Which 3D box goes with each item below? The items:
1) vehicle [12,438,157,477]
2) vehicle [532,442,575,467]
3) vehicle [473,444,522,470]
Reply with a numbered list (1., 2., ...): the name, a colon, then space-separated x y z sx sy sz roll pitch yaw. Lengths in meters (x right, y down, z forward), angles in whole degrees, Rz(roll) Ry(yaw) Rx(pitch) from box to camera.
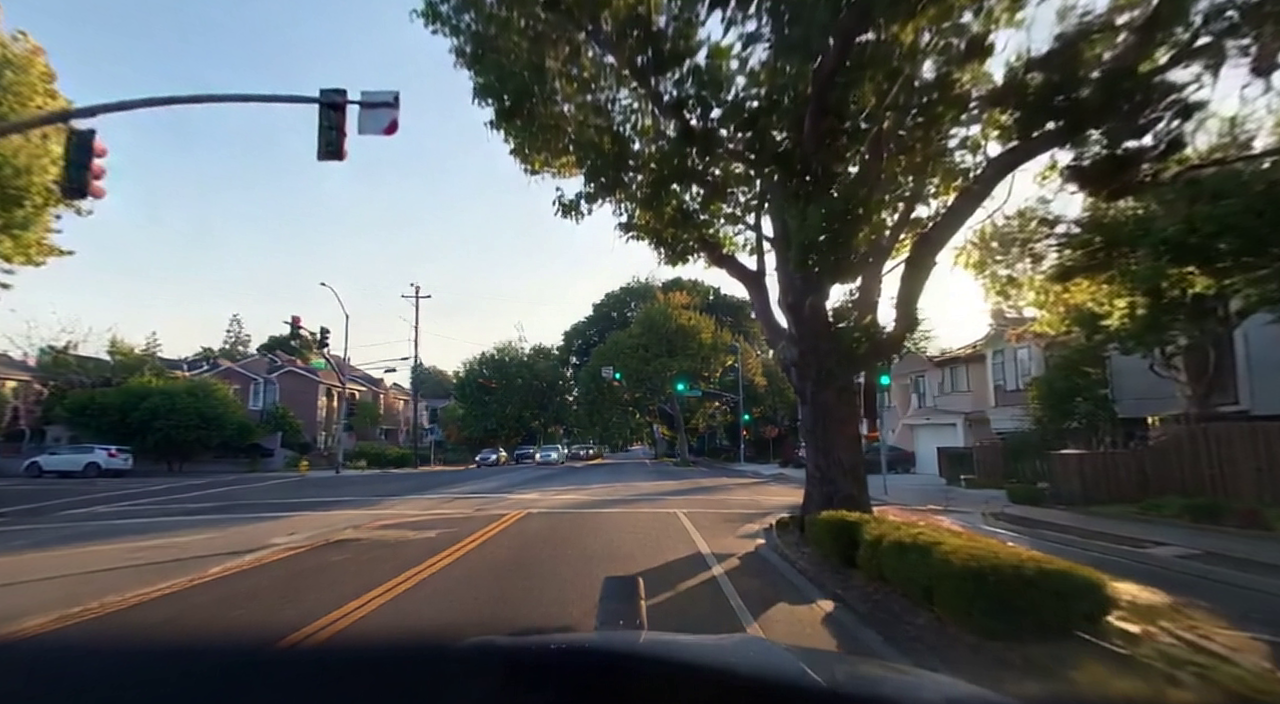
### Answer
1. vehicle: -26.661 5.080 30.506 4.802 1.776 2.090 1 -8 -5
2. vehicle: -5.338 6.411 39.638 2.003 1.462 4.220 0 -8 1
3. vehicle: -8.781 6.487 39.338 1.985 1.475 4.383 0 -8 1
